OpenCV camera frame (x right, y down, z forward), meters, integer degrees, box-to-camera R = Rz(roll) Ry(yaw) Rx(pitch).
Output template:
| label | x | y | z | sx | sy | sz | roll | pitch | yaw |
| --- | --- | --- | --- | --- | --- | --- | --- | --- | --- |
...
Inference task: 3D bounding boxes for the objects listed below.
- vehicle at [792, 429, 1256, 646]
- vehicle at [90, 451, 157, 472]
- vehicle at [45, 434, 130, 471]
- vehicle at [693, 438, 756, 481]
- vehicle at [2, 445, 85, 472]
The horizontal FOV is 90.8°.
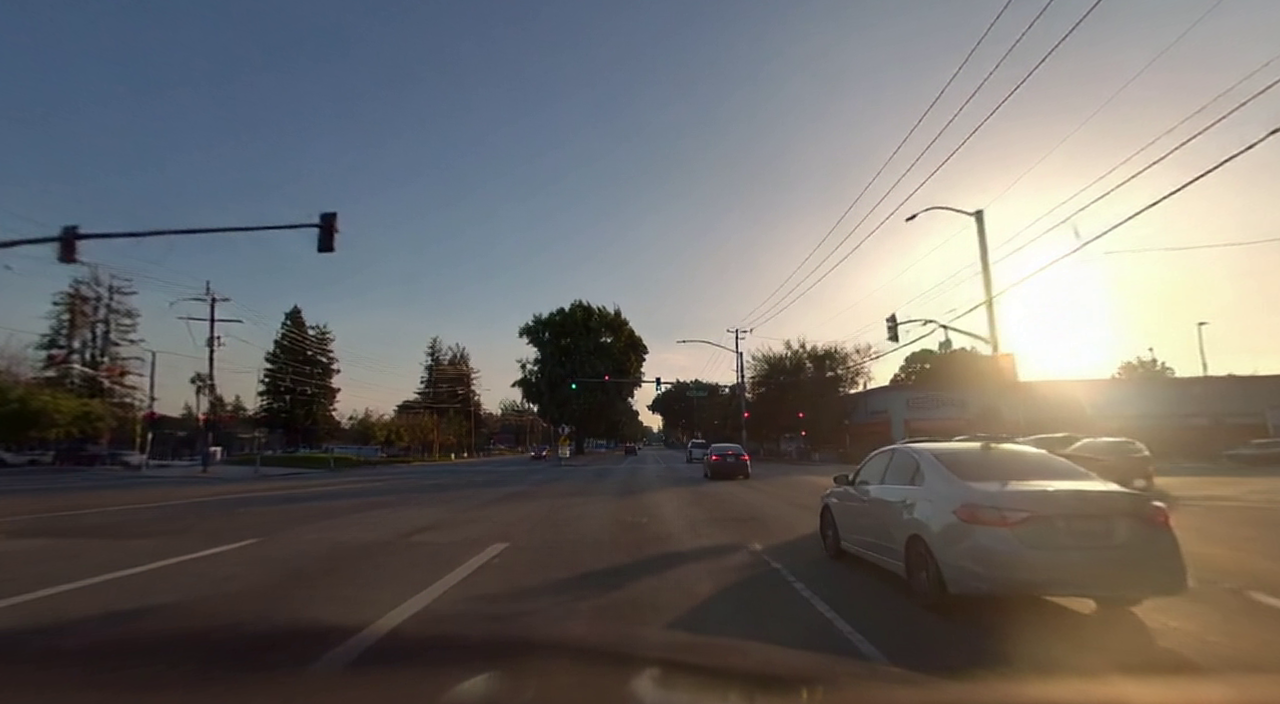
| label | x | y | z | sx | sy | sz | roll | pitch | yaw |
| --- | --- | --- | --- | --- | --- | --- | --- | --- | --- |
| vehicle | 3.161 | 1.595 | 6.576 | 2.004 | 1.455 | 4.417 | 0 | -9 | -1 |
| vehicle | -40.257 | 8.530 | 49.357 | 1.786 | 1.479 | 4.347 | 0 | -9 | -5 |
| vehicle | -43.399 | 7.846 | 49.840 | 2.443 | 2.739 | 5.239 | 2 | -8 | -9 |
| vehicle | 3.616 | 4.699 | 27.887 | 2.128 | 1.699 | 4.222 | 0 | -8 | -1 |
| vehicle | -46.094 | 8.227 | 48.971 | 2.173 | 1.845 | 4.935 | 2 | -8 | -10 |
